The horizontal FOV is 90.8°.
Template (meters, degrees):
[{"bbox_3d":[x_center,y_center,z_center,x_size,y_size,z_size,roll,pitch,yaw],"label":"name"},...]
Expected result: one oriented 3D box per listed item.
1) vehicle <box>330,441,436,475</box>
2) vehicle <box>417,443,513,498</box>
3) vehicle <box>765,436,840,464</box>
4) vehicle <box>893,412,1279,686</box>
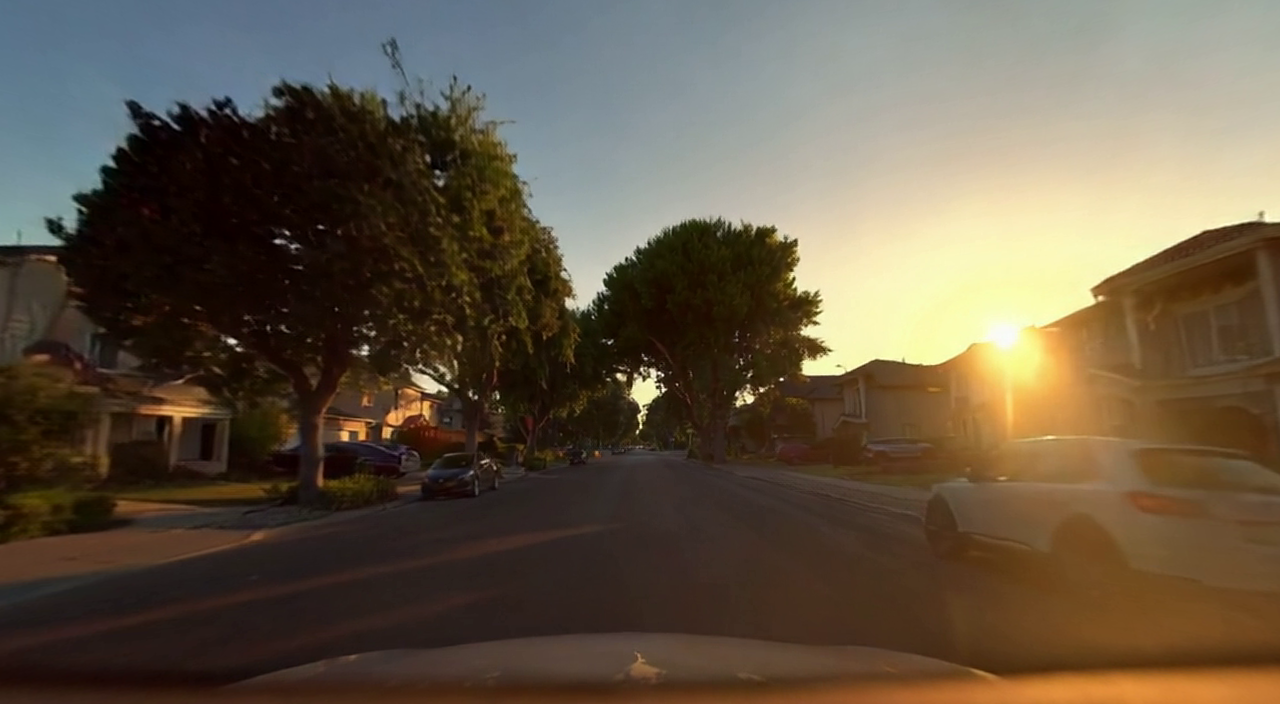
[{"bbox_3d":[-12.170,5.021,30.103,4.135,1.567,1.944,0,-9,2],"label":"vehicle"},{"bbox_3d":[-5.684,3.879,21.112,1.944,1.621,4.187,-1,-9,1],"label":"vehicle"},{"bbox_3d":[11.312,6.841,44.090,4.626,1.880,1.980,1,-9,-9],"label":"vehicle"},{"bbox_3d":[4.280,1.481,5.947,1.996,1.585,4.371,0,-9,0],"label":"vehicle"}]
